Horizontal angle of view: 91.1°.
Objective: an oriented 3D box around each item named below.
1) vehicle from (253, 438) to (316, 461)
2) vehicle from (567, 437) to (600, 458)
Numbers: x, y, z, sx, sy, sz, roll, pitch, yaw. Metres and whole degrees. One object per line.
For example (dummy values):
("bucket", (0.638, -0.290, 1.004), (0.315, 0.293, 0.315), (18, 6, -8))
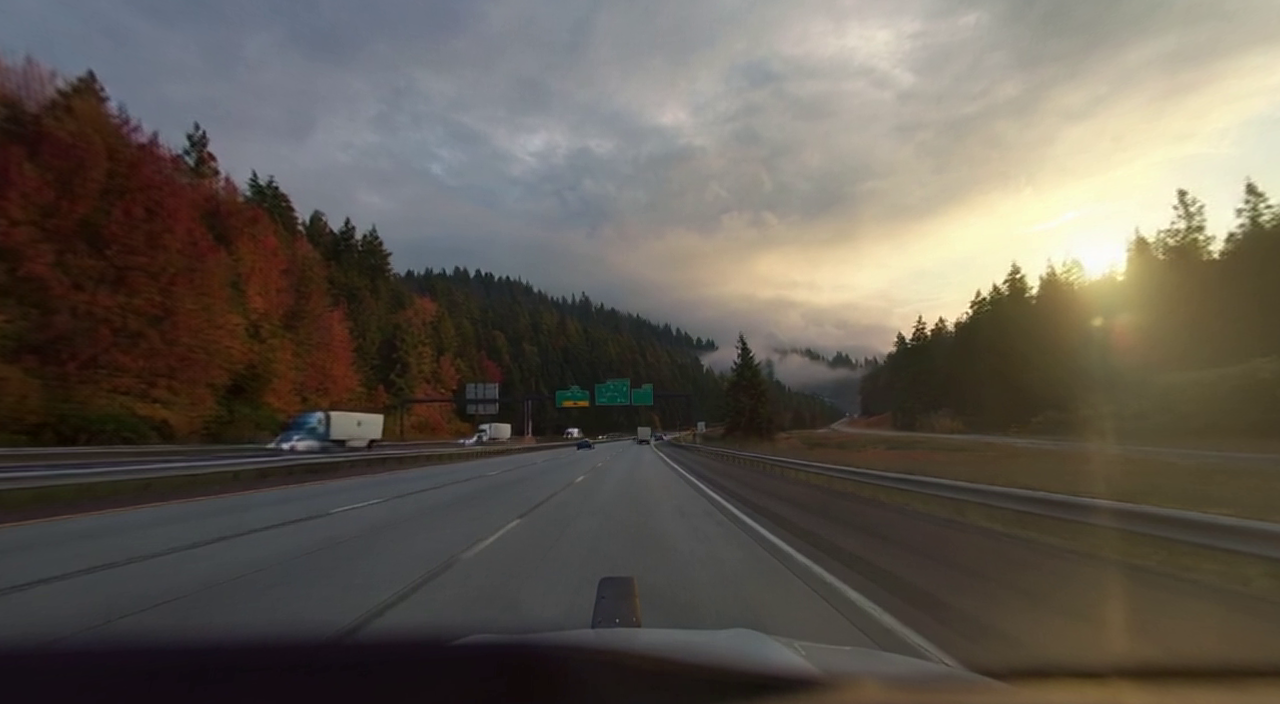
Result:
("vehicle", (-24.374, 6.679, 43.245), (1.843, 1.502, 4.124), (0, -8, 1))
("vehicle", (-4.264, 7.247, 47.778), (2.004, 1.497, 4.260), (0, -8, 1))
